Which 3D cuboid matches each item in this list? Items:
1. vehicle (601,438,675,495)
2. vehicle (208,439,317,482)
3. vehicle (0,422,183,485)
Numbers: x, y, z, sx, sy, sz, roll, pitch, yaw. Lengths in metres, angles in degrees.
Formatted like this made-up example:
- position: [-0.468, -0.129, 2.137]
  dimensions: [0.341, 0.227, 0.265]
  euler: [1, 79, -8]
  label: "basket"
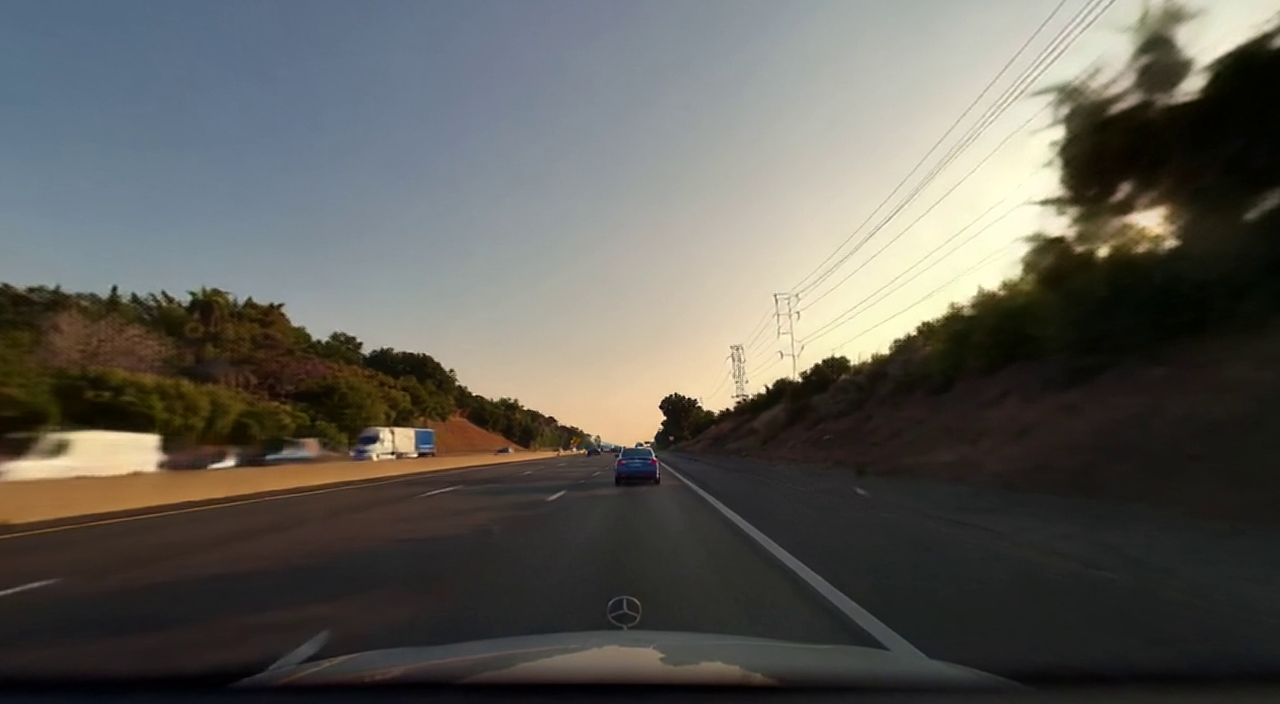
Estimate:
- position: [-0.092, 3.395, 18.993]
  dimensions: [1.966, 1.499, 4.298]
  euler: [0, -9, -1]
  label: "vehicle"
- position: [-16.403, 4.735, 27.700]
  dimensions: [2.188, 1.702, 4.112]
  euler: [0, -9, 0]
  label: "vehicle"
- position: [-20.549, 3.284, 20.540]
  dimensions: [2.783, 1.863, 11.406]
  euler: [0, -8, 1]
  label: "vehicle"
